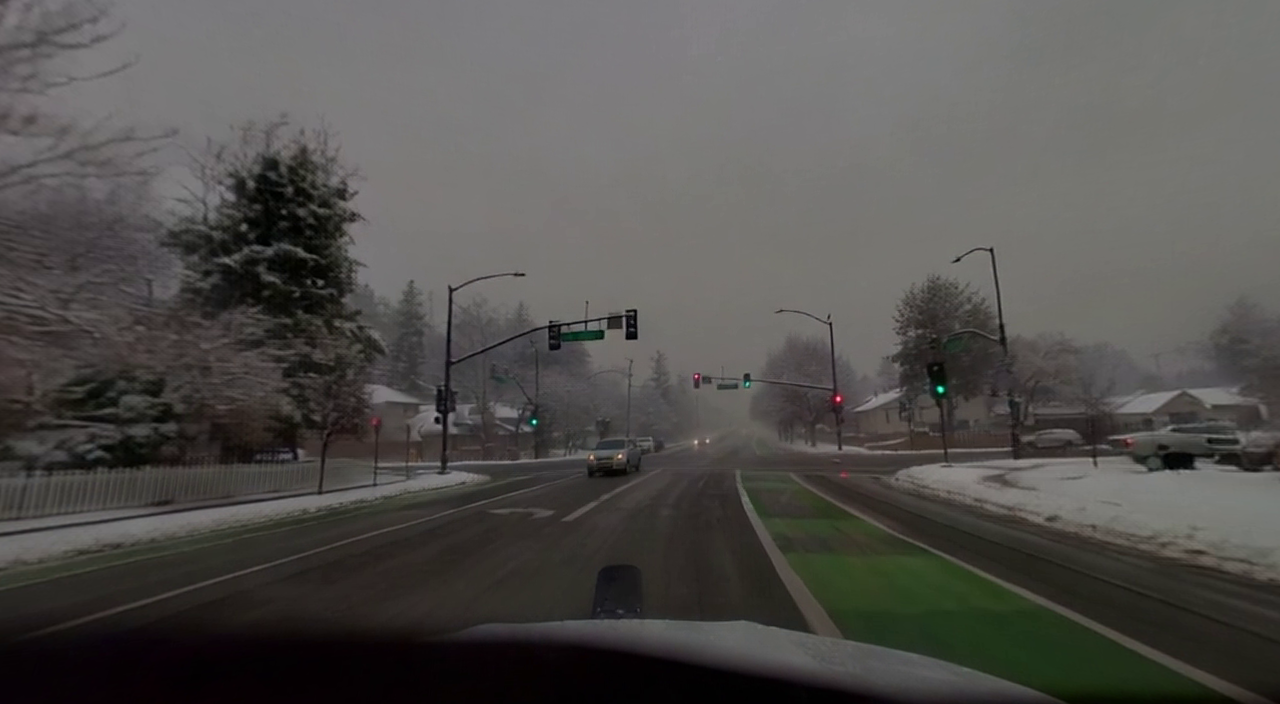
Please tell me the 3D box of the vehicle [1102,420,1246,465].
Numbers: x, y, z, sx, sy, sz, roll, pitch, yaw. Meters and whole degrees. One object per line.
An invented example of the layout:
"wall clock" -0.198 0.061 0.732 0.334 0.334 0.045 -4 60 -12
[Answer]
"vehicle" 20.774 3.556 24.846 1.937 1.474 5.114 -4 -8 10

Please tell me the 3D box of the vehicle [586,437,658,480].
"vehicle" -0.582 4.133 24.765 1.904 1.489 4.746 -2 -8 10
